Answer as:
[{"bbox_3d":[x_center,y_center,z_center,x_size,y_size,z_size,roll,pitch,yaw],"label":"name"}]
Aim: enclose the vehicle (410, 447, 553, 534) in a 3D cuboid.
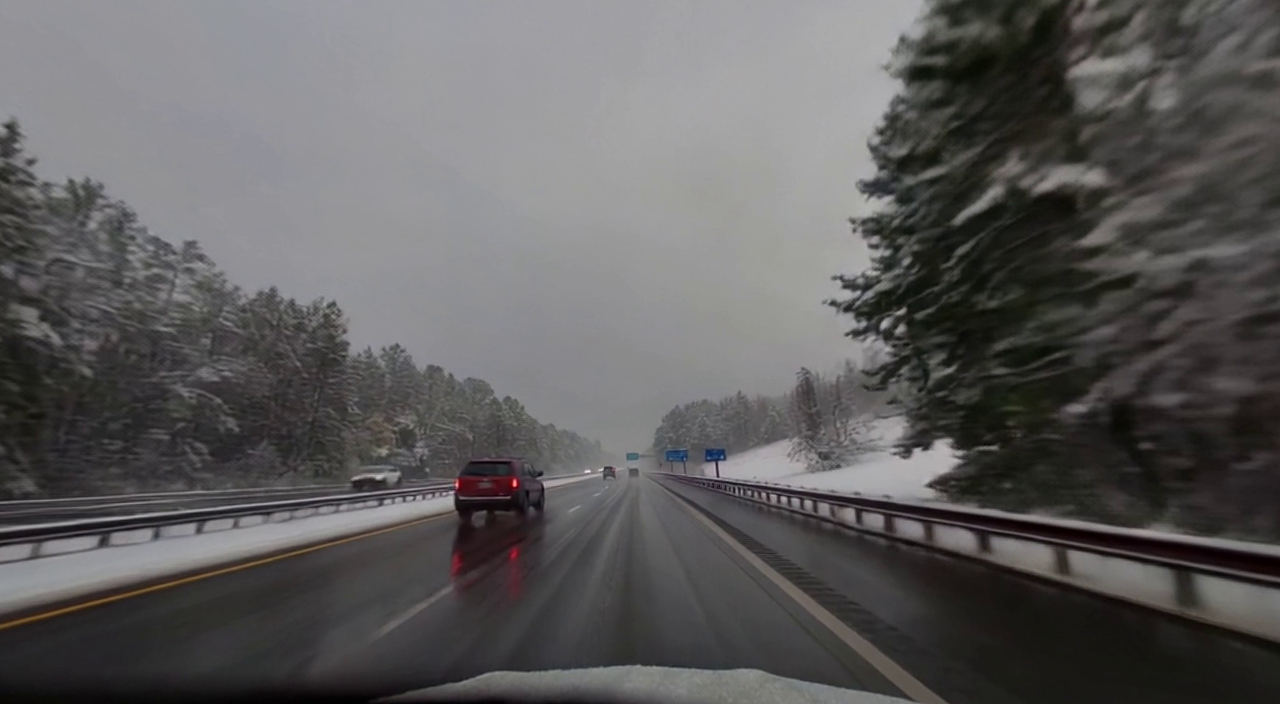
[{"bbox_3d":[-3.460,3.172,14.819,2.107,1.668,4.554,1,-11,1],"label":"vehicle"}]
